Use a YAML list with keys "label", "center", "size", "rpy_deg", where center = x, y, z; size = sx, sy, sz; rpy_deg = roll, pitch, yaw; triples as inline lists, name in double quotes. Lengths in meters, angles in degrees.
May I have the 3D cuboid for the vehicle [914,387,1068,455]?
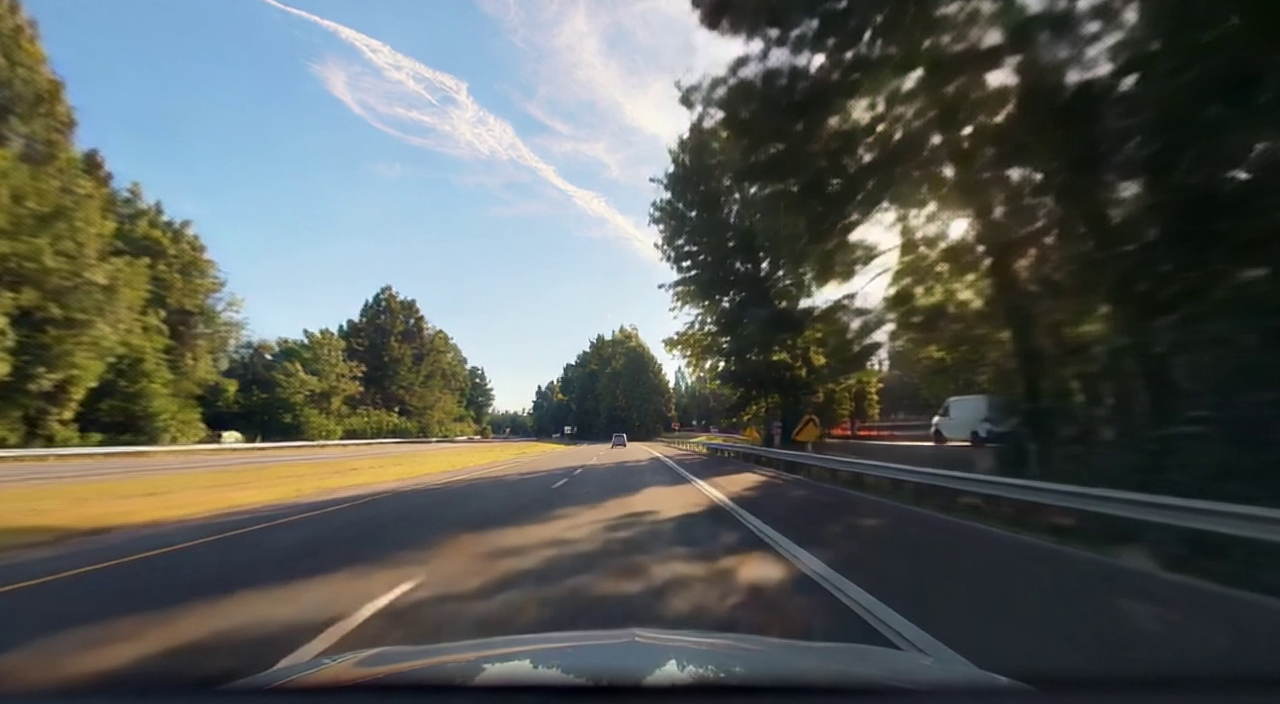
- label: "vehicle"
  center: [19.861, 4.045, 36.556]
  size: [3.983, 3.410, 8.148]
  rpy_deg: [1, -7, -2]
